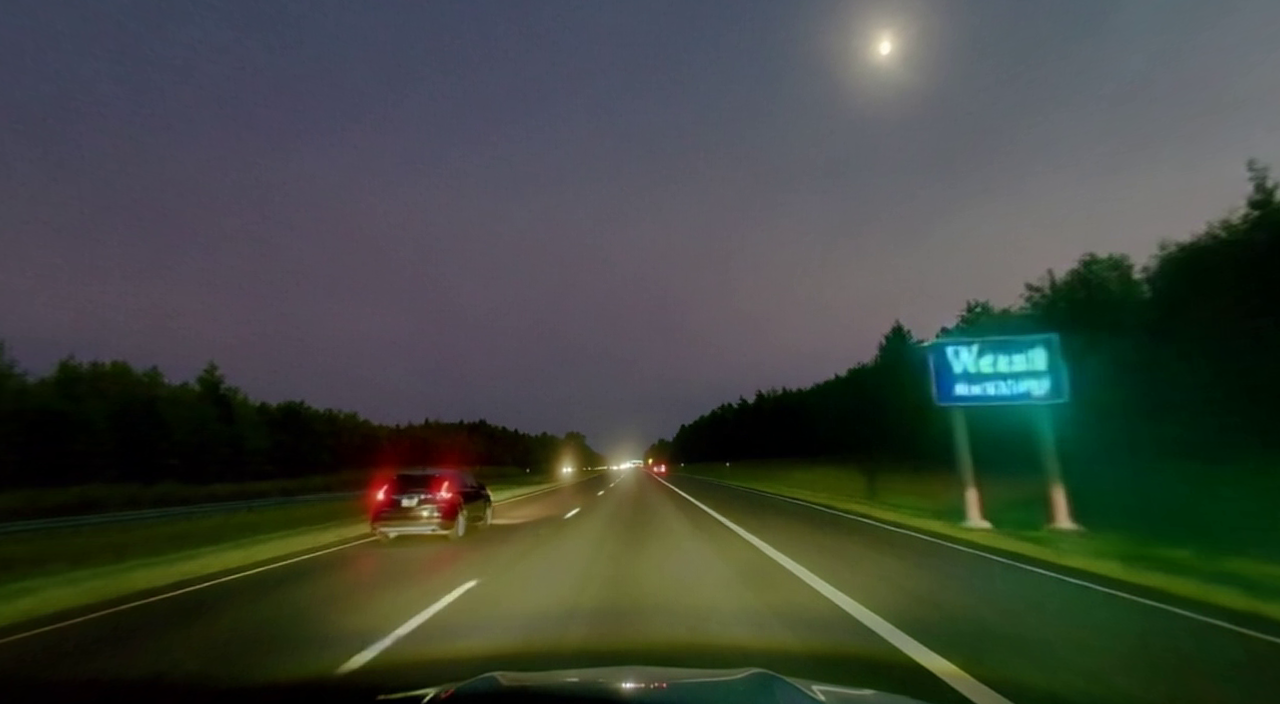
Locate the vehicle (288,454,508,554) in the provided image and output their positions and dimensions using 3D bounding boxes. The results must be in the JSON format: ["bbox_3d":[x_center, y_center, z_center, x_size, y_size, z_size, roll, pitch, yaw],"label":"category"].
[{"bbox_3d":[-4.076,2.683,11.695,2.183,1.435,4.653,0,-10,1],"label":"vehicle"}]
